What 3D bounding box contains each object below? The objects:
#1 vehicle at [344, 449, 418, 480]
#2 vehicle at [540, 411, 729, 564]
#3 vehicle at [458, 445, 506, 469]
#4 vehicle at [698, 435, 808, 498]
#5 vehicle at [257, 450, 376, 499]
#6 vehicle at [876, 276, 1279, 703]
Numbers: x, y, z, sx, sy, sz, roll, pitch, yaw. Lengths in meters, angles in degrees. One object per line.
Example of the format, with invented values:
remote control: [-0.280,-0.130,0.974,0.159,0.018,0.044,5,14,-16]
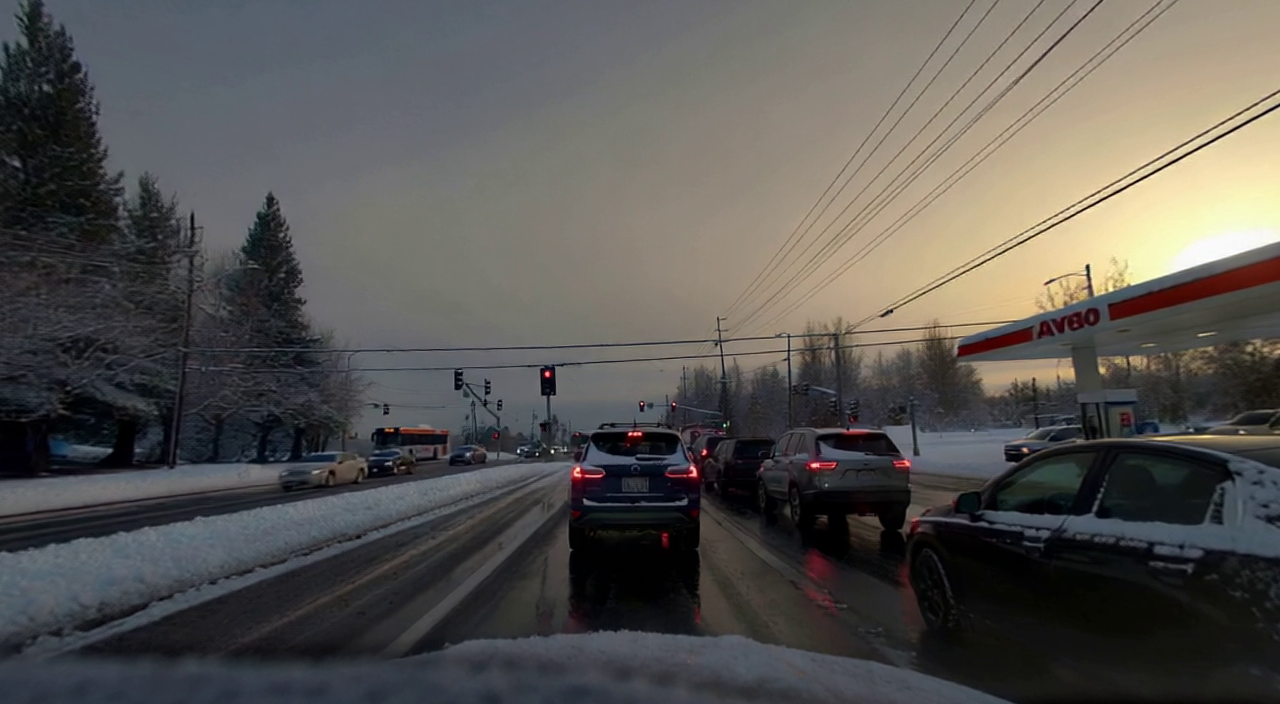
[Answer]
vehicle: [-13.655,5.911,33.620,1.967,1.486,4.701,0,-9,-1]
vehicle: [-0.112,1.807,9.115,2.087,1.677,4.053,0,-9,-1]
vehicle: [-10.714,7.122,43.141,2.030,1.498,4.690,0,-9,0]
vehicle: [2.883,3.043,17.194,2.040,1.481,4.407,0,-9,-2]
vehicle: [-10.431,3.957,20.738,1.812,1.403,3.918,0,-9,0]
vehicle: [3.091,0.838,3.211,2.049,1.813,4.245,0,-9,-1]
